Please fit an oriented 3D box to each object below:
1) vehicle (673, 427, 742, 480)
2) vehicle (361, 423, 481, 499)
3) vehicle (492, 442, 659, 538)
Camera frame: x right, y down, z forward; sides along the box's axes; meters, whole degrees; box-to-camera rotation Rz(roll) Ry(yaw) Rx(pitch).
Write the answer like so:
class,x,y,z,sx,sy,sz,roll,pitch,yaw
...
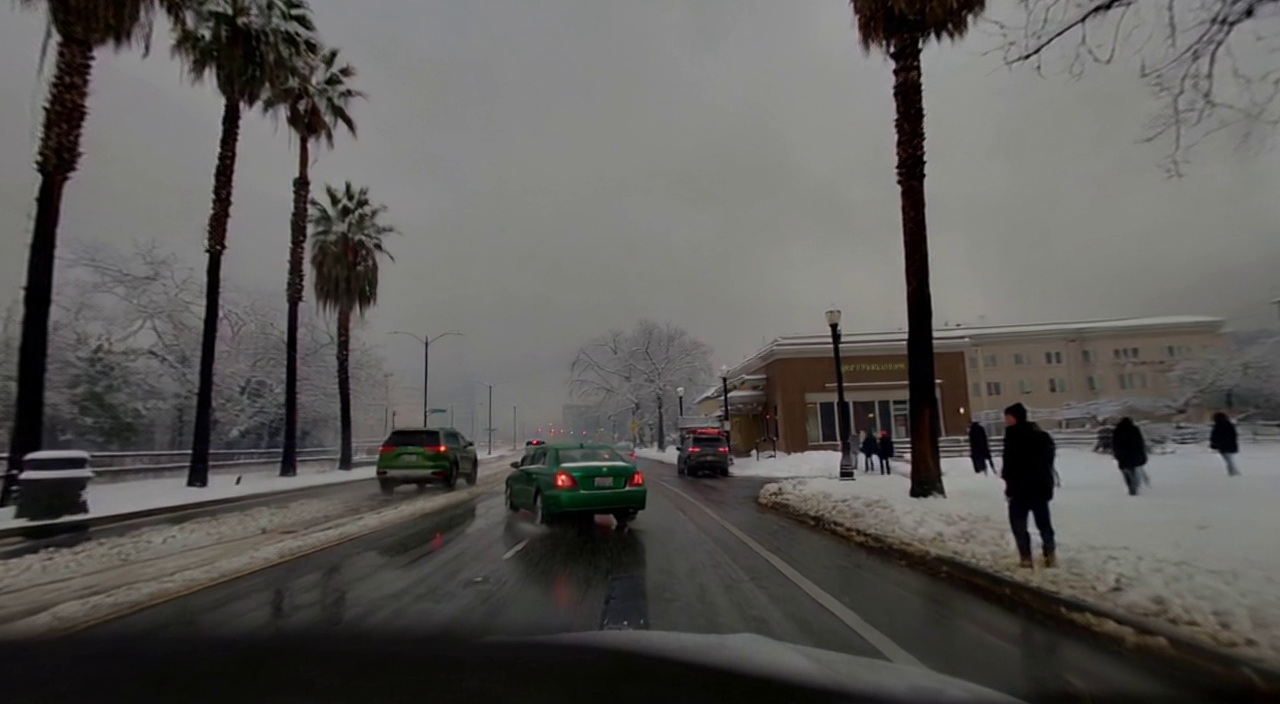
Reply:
class,x,y,z,sx,sy,sz,roll,pitch,yaw
vehicle,2.976,4.657,29.136,2.126,2.167,5.098,1,-9,-6
vehicle,-6.630,3.366,19.864,2.164,2.047,5.455,0,-9,-4
vehicle,-1.490,2.532,12.372,1.930,1.477,4.657,3,-9,-23
